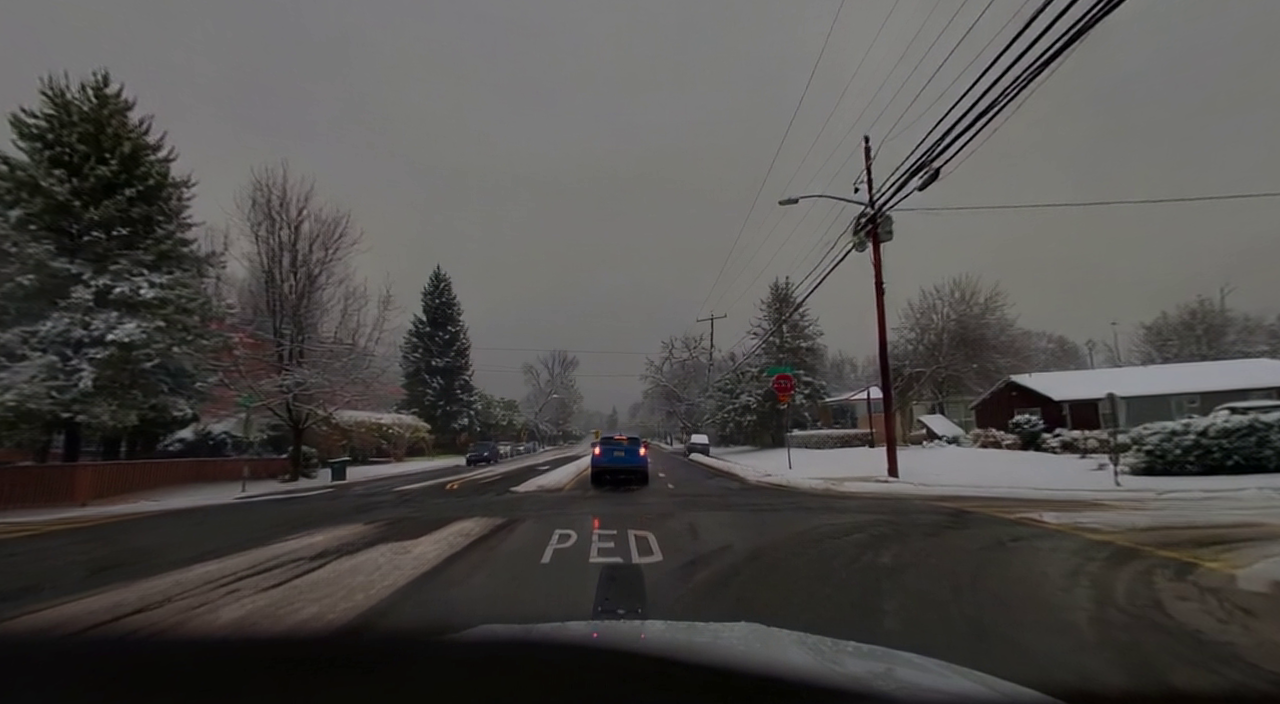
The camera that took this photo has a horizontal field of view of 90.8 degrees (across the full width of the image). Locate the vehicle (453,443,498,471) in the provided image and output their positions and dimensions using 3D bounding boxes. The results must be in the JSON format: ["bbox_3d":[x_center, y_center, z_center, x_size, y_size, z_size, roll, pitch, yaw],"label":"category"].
[{"bbox_3d":[-9.602,6.160,37.178,1.934,1.506,4.032,1,-9,-5],"label":"vehicle"}]

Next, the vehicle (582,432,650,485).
[{"bbox_3d":[-0.679,3.257,19.564,1.877,1.448,3.830,0,-8,0],"label":"vehicle"}]

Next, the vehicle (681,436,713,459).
[{"bbox_3d":[4.407,7.427,49.119,2.101,1.744,4.466,0,-8,1],"label":"vehicle"}]
